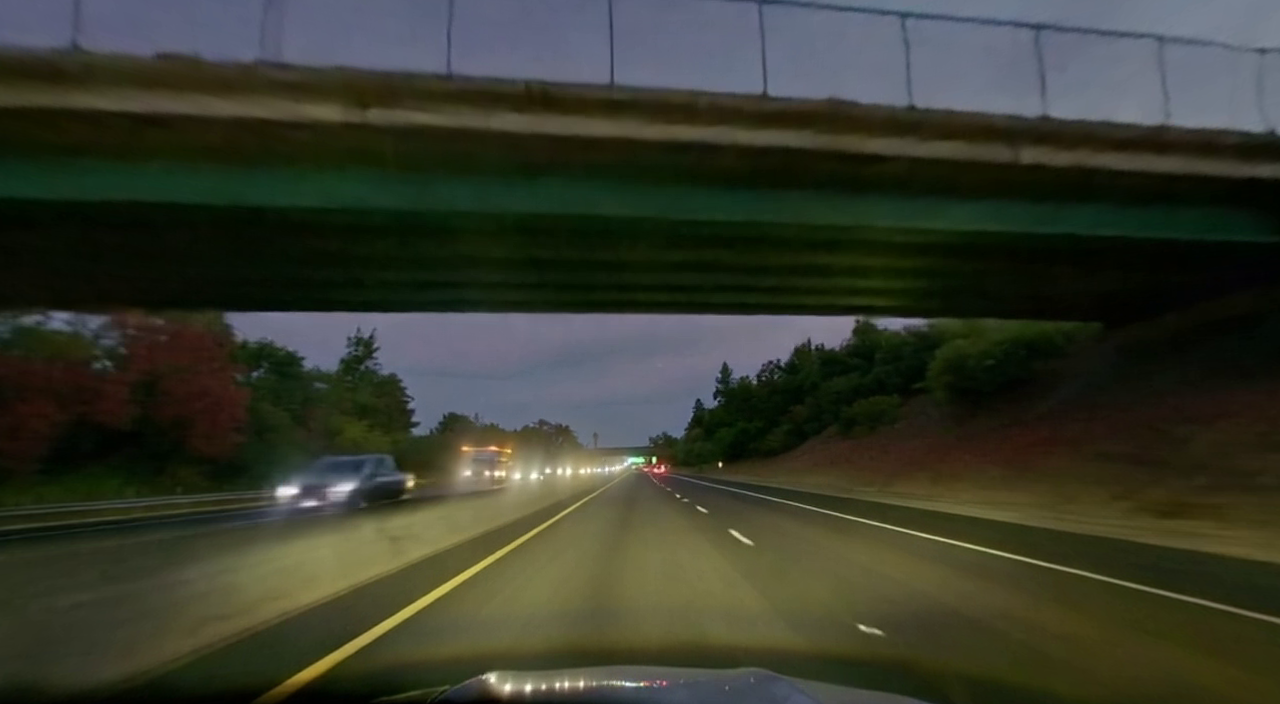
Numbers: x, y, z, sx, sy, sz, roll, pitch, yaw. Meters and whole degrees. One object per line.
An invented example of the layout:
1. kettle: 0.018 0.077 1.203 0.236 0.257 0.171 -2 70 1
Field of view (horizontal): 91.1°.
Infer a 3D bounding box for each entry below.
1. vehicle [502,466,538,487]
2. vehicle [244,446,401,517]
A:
1. vehicle: -9.230 9.613 48.606 1.919 1.507 3.887 1 -10 1
2. vehicle: -9.085 3.779 18.580 2.142 1.773 4.793 1 -10 -1
